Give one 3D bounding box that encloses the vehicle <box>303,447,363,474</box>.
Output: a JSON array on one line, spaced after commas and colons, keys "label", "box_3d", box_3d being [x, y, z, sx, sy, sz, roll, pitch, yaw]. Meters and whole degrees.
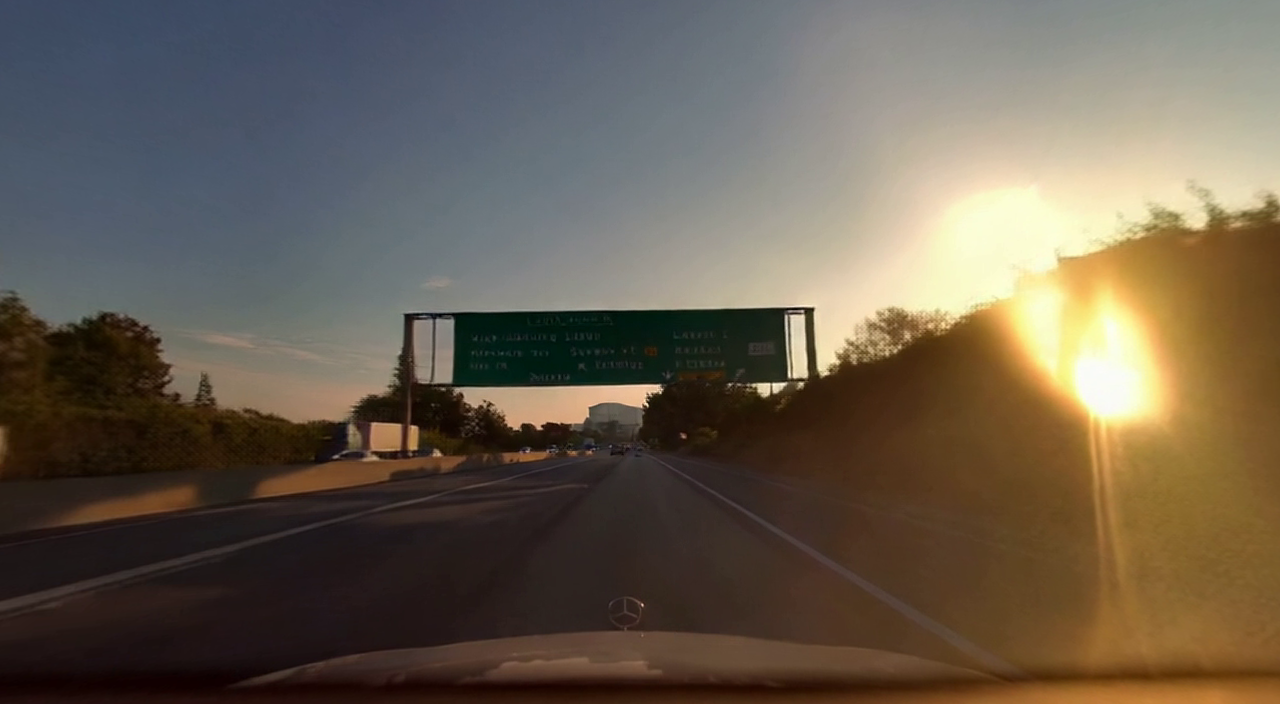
[{"label": "vehicle", "box_3d": [-20.807, 7.330, 42.930, 1.939, 1.688, 4.267, 0, -9, -1]}]
